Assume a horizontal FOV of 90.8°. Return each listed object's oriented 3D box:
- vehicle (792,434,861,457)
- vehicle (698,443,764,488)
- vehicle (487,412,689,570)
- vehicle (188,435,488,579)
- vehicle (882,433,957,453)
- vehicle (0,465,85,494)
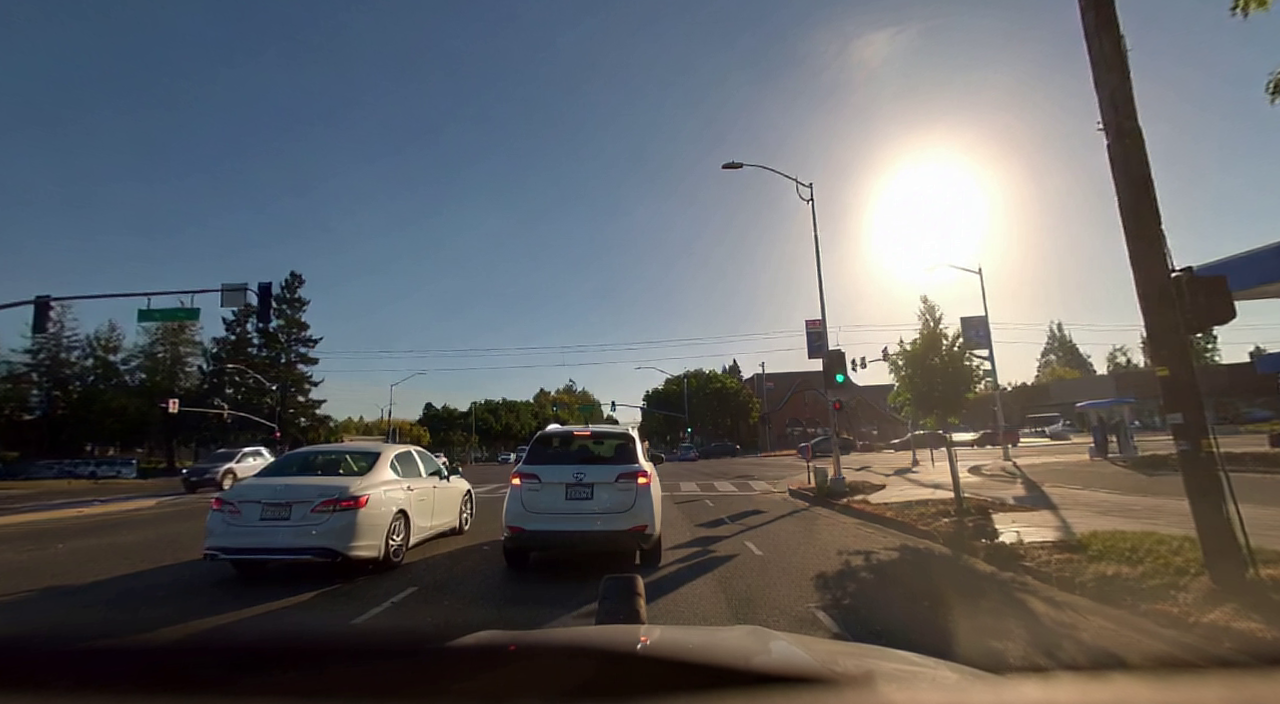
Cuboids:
[{"bbox_3d":[13.888,6.988,47.278,4.524,1.681,1.823,0,-8,0],"label":"vehicle"},{"bbox_3d":[3.214,4.069,23.099,1.976,1.462,4.342,-1,-8,3],"label":"vehicle"},{"bbox_3d":[-0.590,1.841,9.139,2.210,1.722,4.215,0,-8,0],"label":"vehicle"},{"bbox_3d":[-3.714,1.953,8.864,2.003,1.492,4.291,0,-8,1],"label":"vehicle"},{"bbox_3d":[20.725,6.758,46.991,4.700,1.417,1.789,0,-8,1],"label":"vehicle"},{"bbox_3d":[-38.017,8.003,39.773,4.371,1.700,1.920,-1,-8,3],"label":"vehicle"}]
